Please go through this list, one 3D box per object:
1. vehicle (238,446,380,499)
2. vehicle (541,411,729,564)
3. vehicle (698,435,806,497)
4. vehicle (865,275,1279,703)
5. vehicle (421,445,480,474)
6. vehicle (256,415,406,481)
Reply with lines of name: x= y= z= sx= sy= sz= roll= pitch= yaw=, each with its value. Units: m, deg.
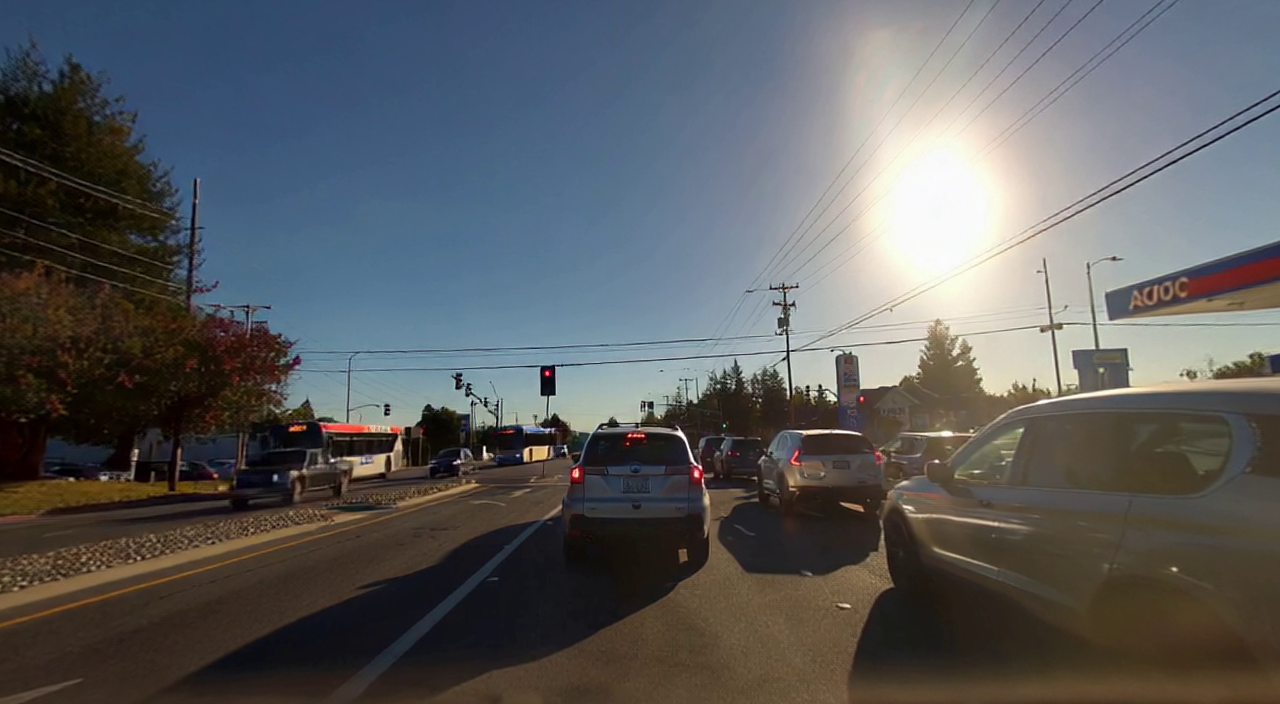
vehicle: x=-10.424 y=3.794 z=20.387 sx=2.030 sy=1.498 sz=4.690 roll=0 pitch=-9 yaw=0
vehicle: x=-0.107 y=1.804 z=9.116 sx=2.087 sy=1.677 sz=4.053 roll=0 pitch=-9 yaw=-1
vehicle: x=2.886 y=3.066 z=17.405 sx=2.040 sy=1.481 sz=4.407 roll=0 pitch=-9 yaw=-2
vehicle: x=3.086 y=0.879 z=3.483 sx=2.049 sy=1.813 sz=4.245 roll=0 pitch=-9 yaw=-1
vehicle: x=-10.692 y=6.085 z=36.042 sx=1.976 sy=1.483 sz=4.630 roll=0 pitch=-9 yaw=0
vehicle: x=-18.648 y=6.013 z=39.683 sx=3.010 sy=3.475 sz=12.655 roll=0 pitch=-9 yaw=0
